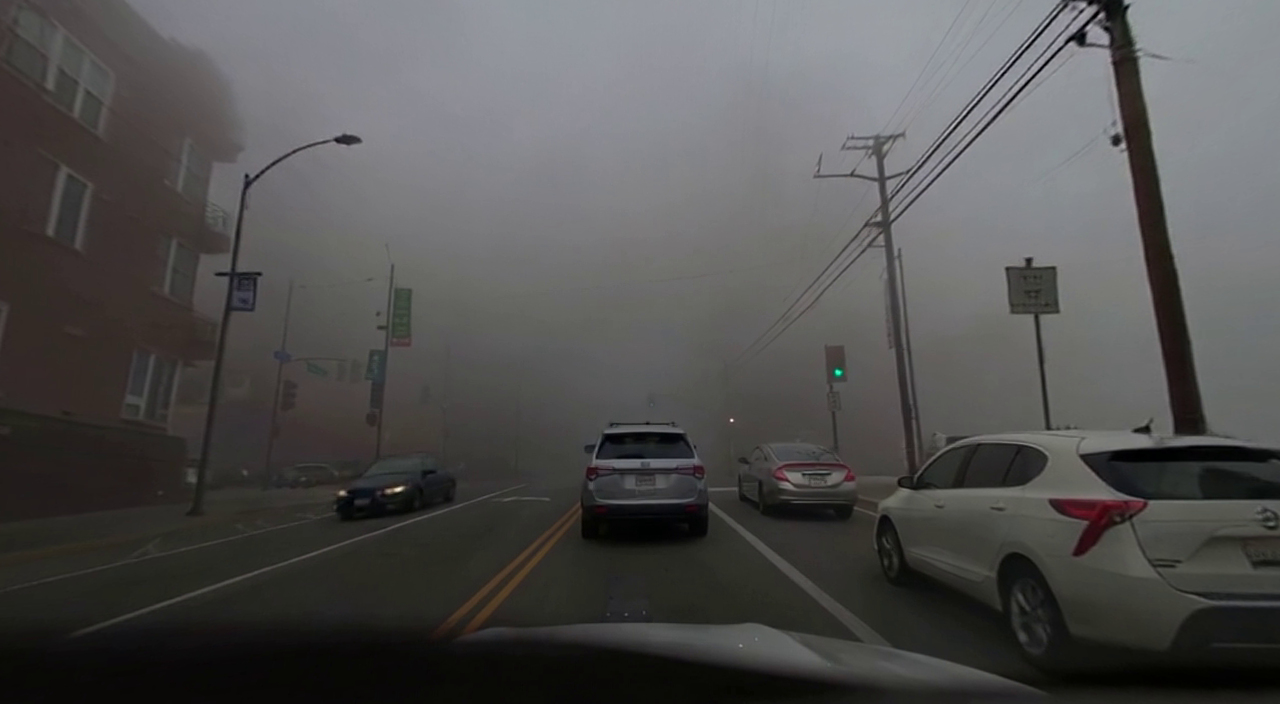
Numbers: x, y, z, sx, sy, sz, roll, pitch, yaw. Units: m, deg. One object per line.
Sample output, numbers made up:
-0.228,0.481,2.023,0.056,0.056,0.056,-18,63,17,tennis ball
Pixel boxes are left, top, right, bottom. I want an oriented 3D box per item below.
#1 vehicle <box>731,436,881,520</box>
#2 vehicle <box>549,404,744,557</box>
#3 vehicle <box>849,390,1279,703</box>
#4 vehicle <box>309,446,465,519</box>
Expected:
3.200,2.517,13.161,1.970,1.452,4.227,0,-8,0,vehicle
0.031,1.774,9.327,2.232,1.736,4.036,0,-8,-1,vehicle
3.251,1.248,4.790,1.906,1.578,4.020,0,-8,0,vehicle
-6.001,3.108,15.622,2.014,1.538,4.275,0,-8,1,vehicle
